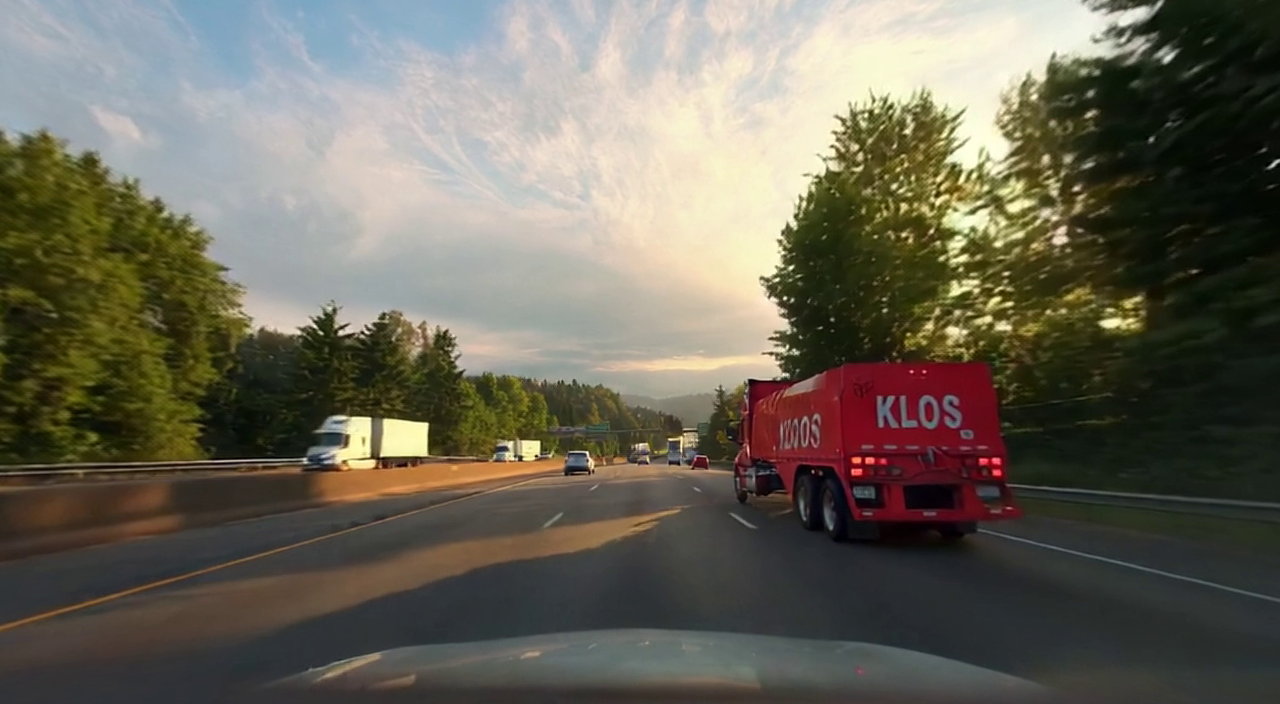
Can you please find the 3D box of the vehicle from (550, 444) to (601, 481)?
[{"bbox_3d":[-3.115,5.435,31.132,2.017,1.683,4.309,0,-9,0],"label":"vehicle"}]

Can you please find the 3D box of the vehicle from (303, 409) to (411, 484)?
[{"bbox_3d":[-15.869,5.398,35.927,2.948,3.821,6.296,0,-9,2],"label":"vehicle"}]

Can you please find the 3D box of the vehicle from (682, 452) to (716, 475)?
[{"bbox_3d":[4.369,8.381,47.434,2.176,1.598,3.878,0,-9,0],"label":"vehicle"}]

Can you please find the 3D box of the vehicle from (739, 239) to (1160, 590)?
[{"bbox_3d":[4.285,1.512,12.685,2.914,3.998,11.103,0,-9,1],"label":"vehicle"}]
